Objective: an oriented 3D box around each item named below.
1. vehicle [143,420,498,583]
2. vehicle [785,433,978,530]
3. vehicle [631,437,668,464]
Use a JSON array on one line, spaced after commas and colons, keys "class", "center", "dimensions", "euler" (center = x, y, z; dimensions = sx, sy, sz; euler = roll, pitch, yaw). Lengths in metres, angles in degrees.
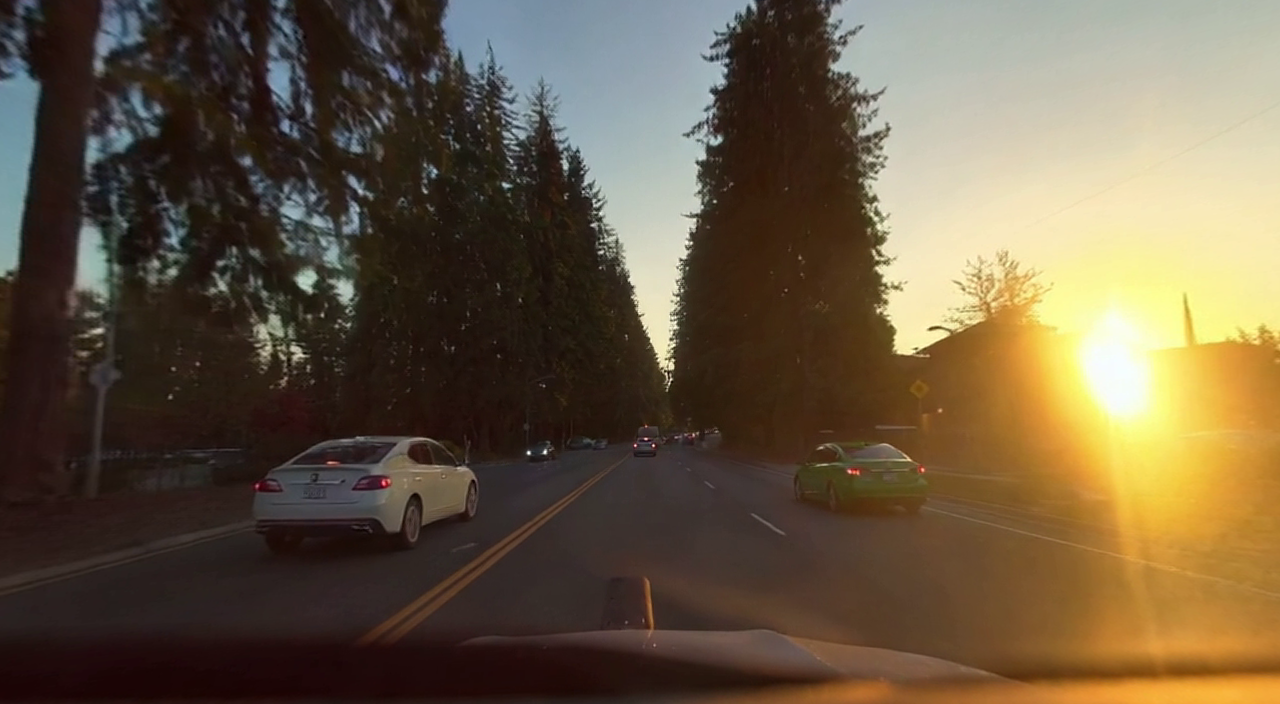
[{"class": "vehicle", "center": [-3.643, 1.752, 8.574], "dimensions": [2.162, 1.546, 4.889], "euler": [-1, -7, 2]}, {"class": "vehicle", "center": [4.294, 2.321, 12.141], "dimensions": [1.943, 1.471, 4.515], "euler": [-1, -7, 0]}, {"class": "vehicle", "center": [0.627, 6.287, 40.510], "dimensions": [2.206, 1.525, 4.695], "euler": [-1, -7, 1]}]
